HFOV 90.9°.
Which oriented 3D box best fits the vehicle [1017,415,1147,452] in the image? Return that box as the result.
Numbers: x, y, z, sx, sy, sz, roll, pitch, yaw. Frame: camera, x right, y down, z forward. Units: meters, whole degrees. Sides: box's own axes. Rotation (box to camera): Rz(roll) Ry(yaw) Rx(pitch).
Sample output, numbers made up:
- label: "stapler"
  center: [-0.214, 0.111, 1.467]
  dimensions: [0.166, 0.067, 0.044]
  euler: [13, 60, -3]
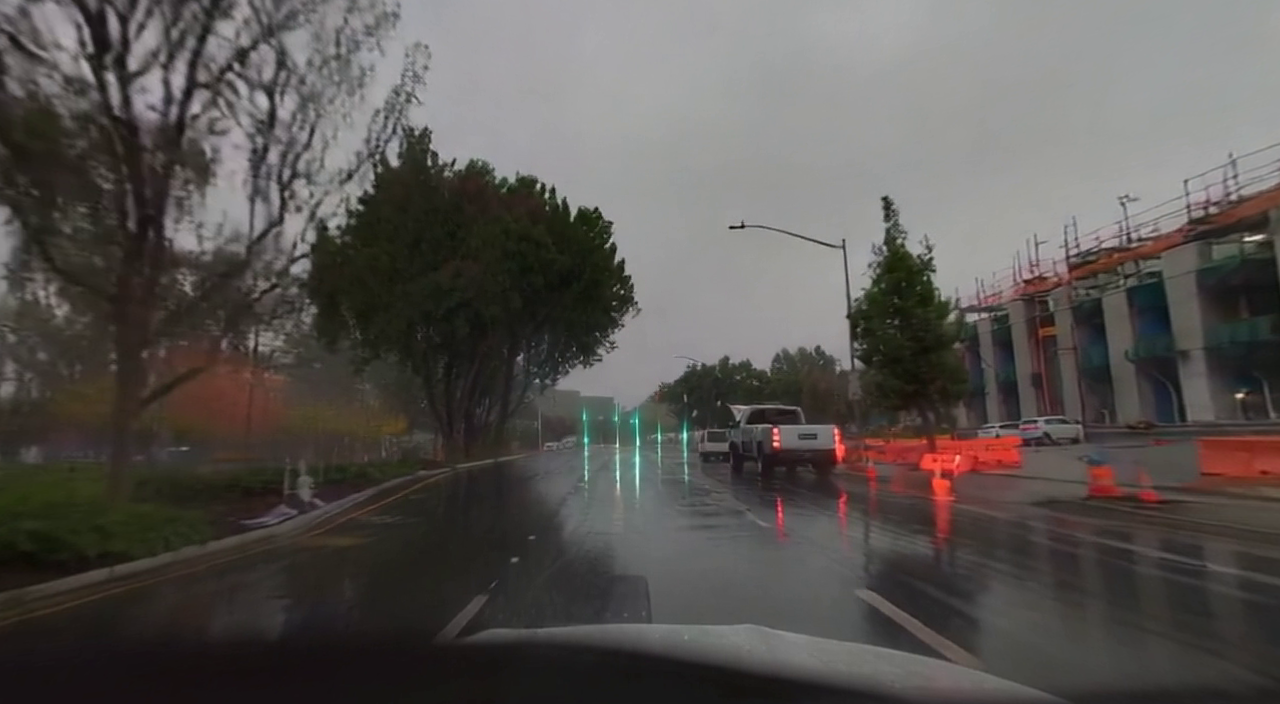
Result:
- label: "vehicle"
  center: [25.527, 4.788, 36.661]
  dimensions: [2.420, 1.790, 5.514]
  euler: [0, -8, -34]

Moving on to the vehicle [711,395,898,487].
- label: "vehicle"
  center: [5.944, 3.479, 24.520]
  dimensions: [3.060, 2.963, 7.552]
  euler: [3, -9, -22]
